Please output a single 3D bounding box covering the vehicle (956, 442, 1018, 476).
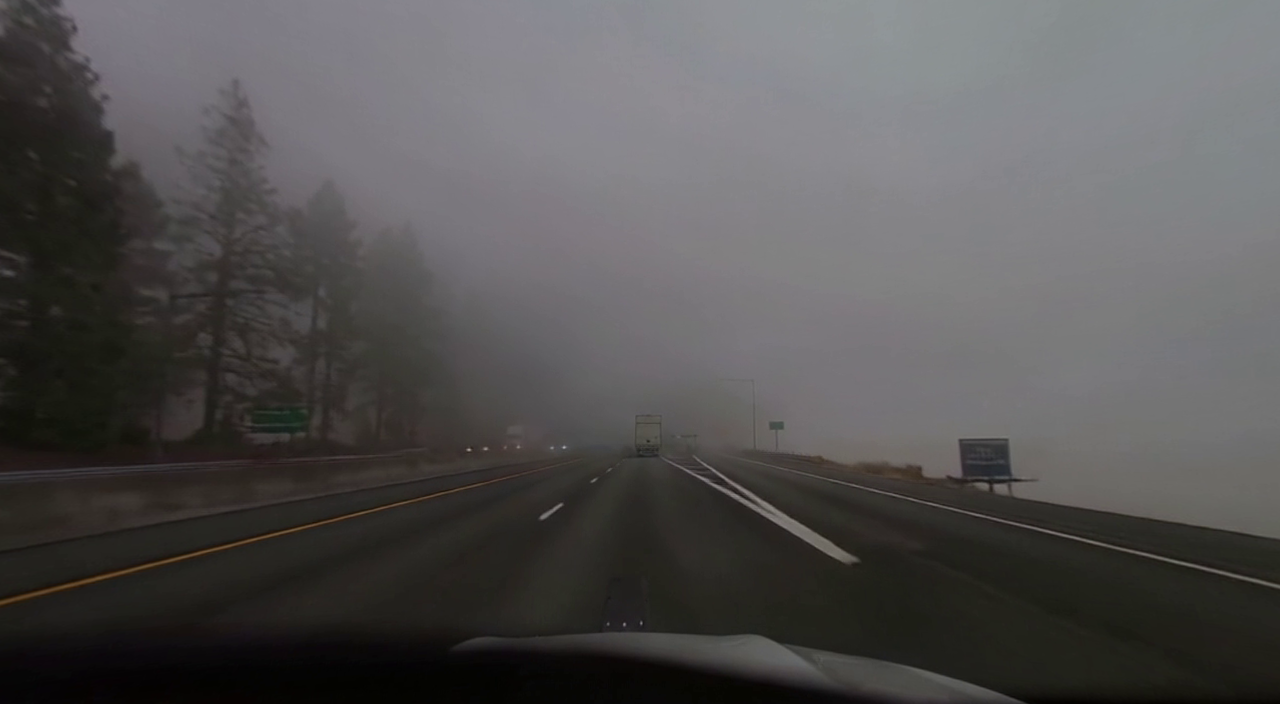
[{"bbox_3d":[25.180,7.697,45.702,2.607,2.287,4.629,-9,-12,43],"label":"vehicle"}]
